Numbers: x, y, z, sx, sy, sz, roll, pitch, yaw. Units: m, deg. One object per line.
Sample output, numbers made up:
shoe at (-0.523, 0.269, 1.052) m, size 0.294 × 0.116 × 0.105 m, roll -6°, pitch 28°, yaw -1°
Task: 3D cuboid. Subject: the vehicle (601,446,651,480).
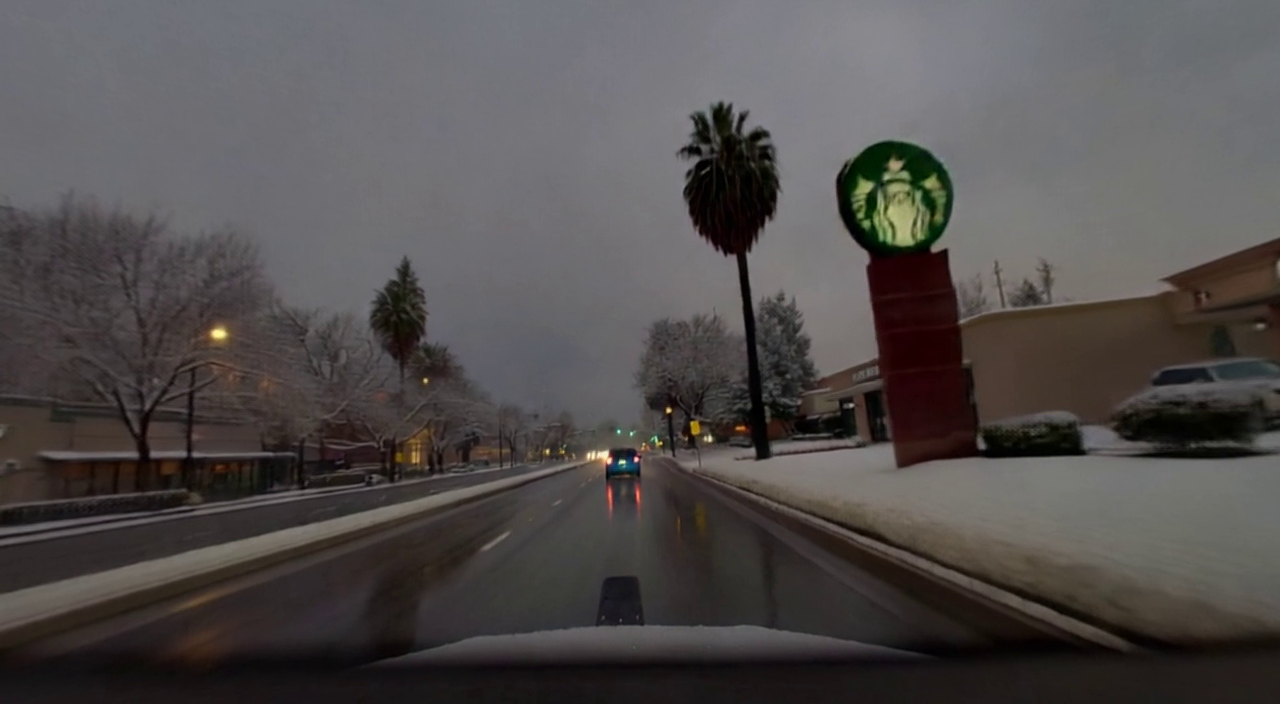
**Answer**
vehicle at (-0.605, 5.157, 29.703) m, size 2.156 × 1.462 × 4.495 m, roll 0°, pitch -8°, yaw 0°
